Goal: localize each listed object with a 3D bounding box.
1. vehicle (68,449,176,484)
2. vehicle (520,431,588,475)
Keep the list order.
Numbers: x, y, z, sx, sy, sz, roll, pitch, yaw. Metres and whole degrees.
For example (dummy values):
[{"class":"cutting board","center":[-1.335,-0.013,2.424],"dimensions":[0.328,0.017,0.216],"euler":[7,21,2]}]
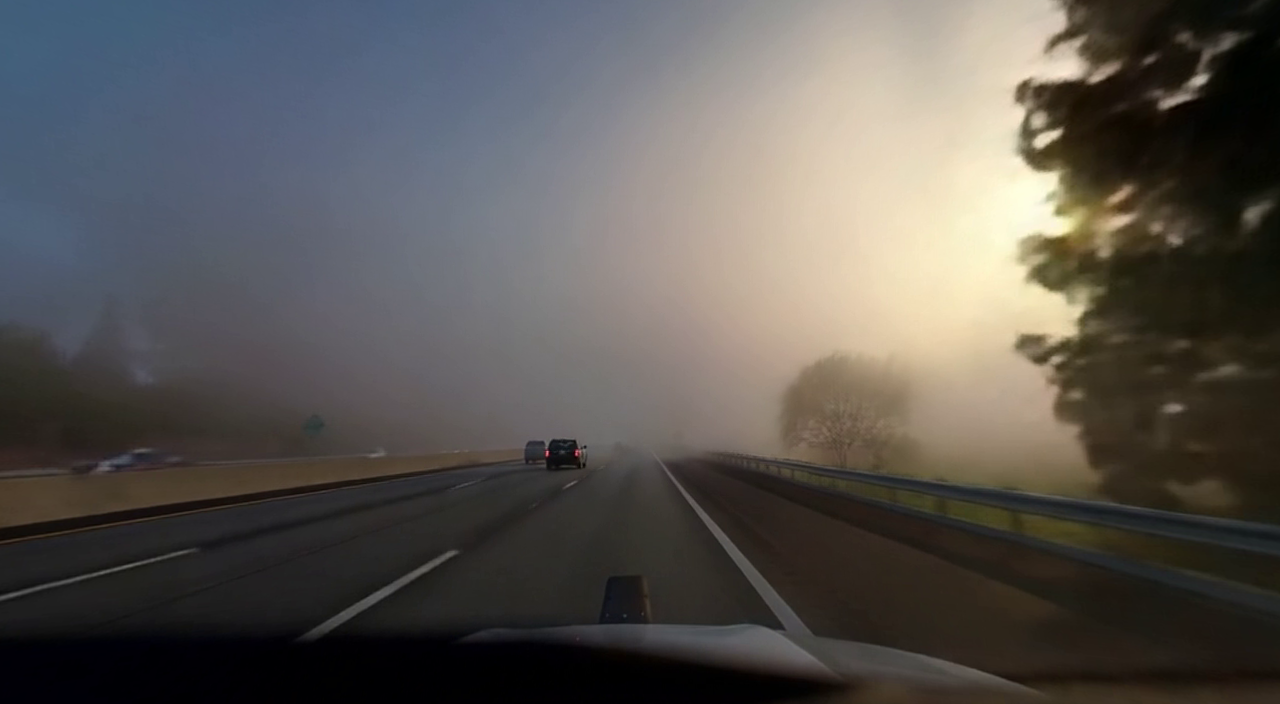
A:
[{"class":"vehicle","center":[-28.826,6.348,35.348],"dimensions":[2.003,1.752,4.697],"euler":[0,-8,1]},{"class":"vehicle","center":[-3.696,4.496,28.230],"dimensions":[2.283,1.802,4.810],"euler":[0,-8,1]}]
